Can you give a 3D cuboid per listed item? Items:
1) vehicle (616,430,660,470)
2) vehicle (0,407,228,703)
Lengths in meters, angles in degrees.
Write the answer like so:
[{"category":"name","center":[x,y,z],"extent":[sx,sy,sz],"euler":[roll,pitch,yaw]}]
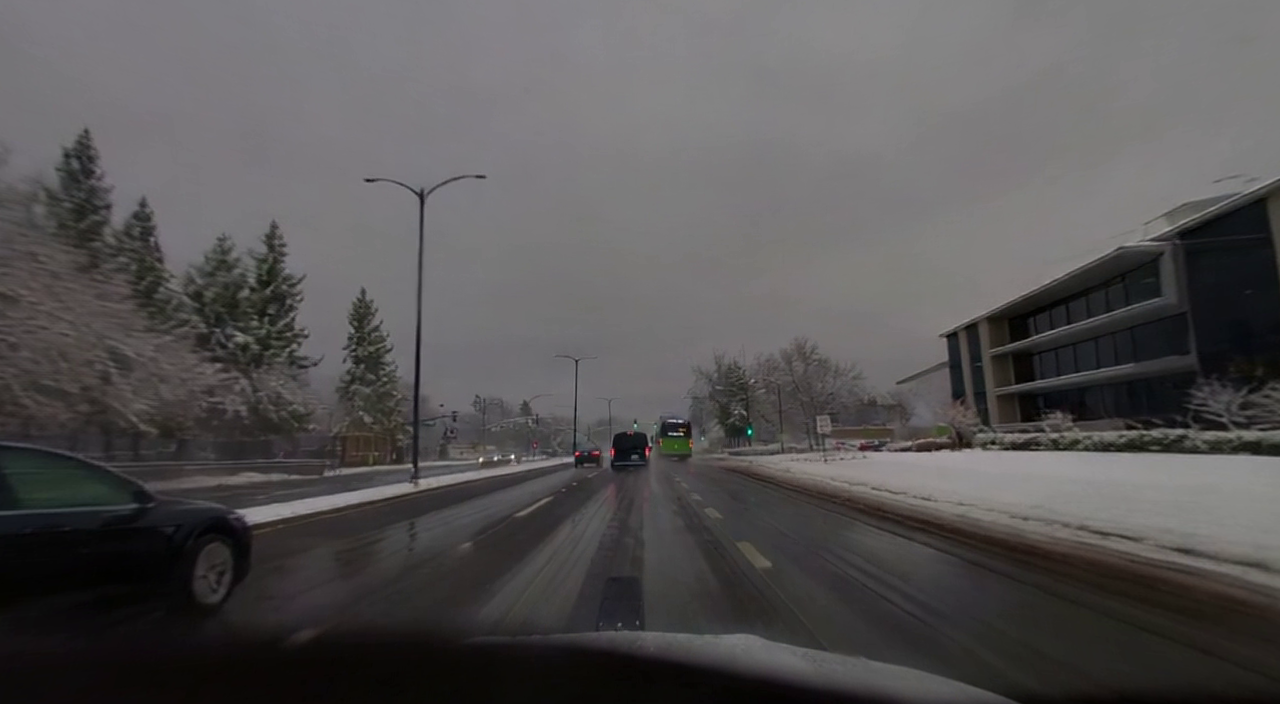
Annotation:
[{"category":"vehicle","center":[-0.082,5.670,36.569],"extent":[2.336,2.122,5.207],"euler":[0,-9,1]},{"category":"vehicle","center":[-3.791,0.853,1.806],"extent":[2.120,1.481,4.535],"euler":[0,-9,1]}]
